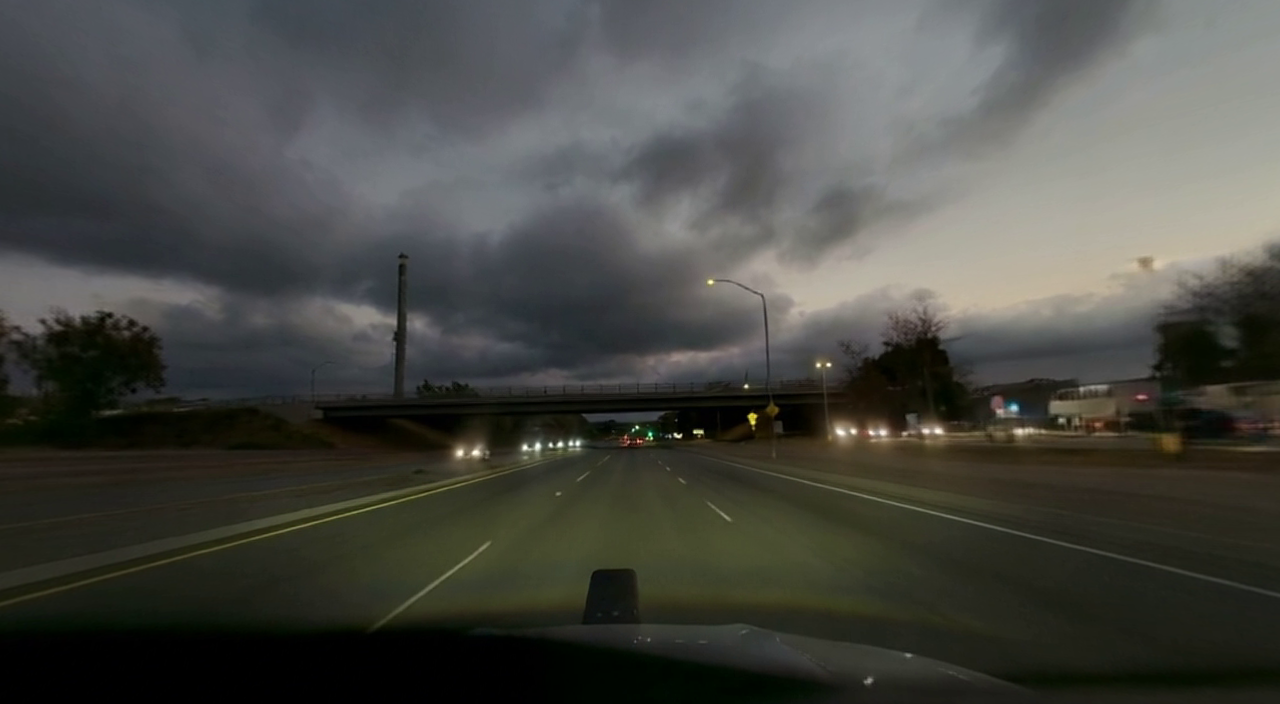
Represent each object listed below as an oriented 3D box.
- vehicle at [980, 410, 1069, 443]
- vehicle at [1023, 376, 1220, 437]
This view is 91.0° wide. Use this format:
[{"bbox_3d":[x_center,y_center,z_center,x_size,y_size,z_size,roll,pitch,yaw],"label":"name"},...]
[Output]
[{"bbox_3d":[23.030,4.553,37.980,1.996,1.797,5.065,0,-8,-2],"label":"vehicle"},{"bbox_3d":[32.411,4.033,43.619,2.939,3.399,12.682,-3,-7,-4],"label":"vehicle"}]
